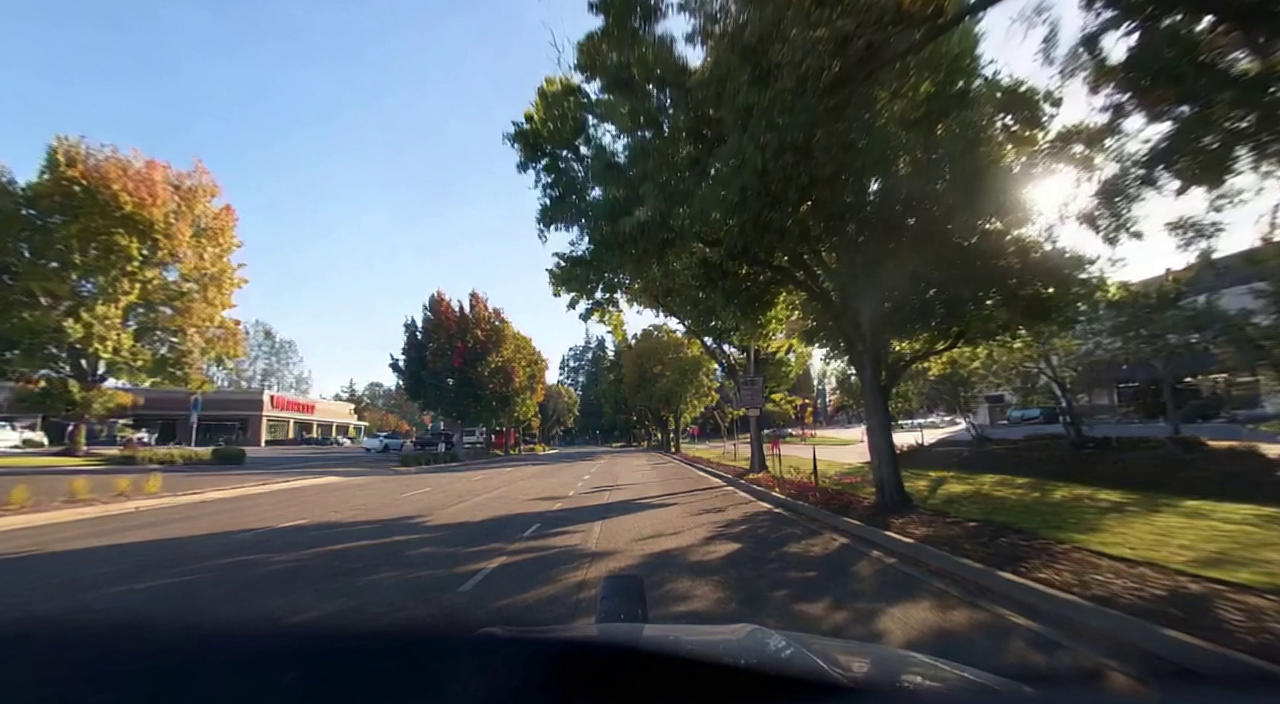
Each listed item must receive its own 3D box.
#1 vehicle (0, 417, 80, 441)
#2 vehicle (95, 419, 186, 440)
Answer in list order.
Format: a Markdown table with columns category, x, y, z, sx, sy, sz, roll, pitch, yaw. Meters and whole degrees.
| category | x | y | z | sx | sy | sz | roll | pitch | yaw |
| --- | --- | --- | --- | --- | --- | --- | --- | --- | --- |
| vehicle | -38.288 | 4.866 | 39.567 | 4.706 | 1.433 | 1.862 | 7 | -11 | -40 |
| vehicle | -38.199 | 5.979 | 48.403 | 5.205 | 1.525 | 1.769 | 8 | -11 | -42 |
